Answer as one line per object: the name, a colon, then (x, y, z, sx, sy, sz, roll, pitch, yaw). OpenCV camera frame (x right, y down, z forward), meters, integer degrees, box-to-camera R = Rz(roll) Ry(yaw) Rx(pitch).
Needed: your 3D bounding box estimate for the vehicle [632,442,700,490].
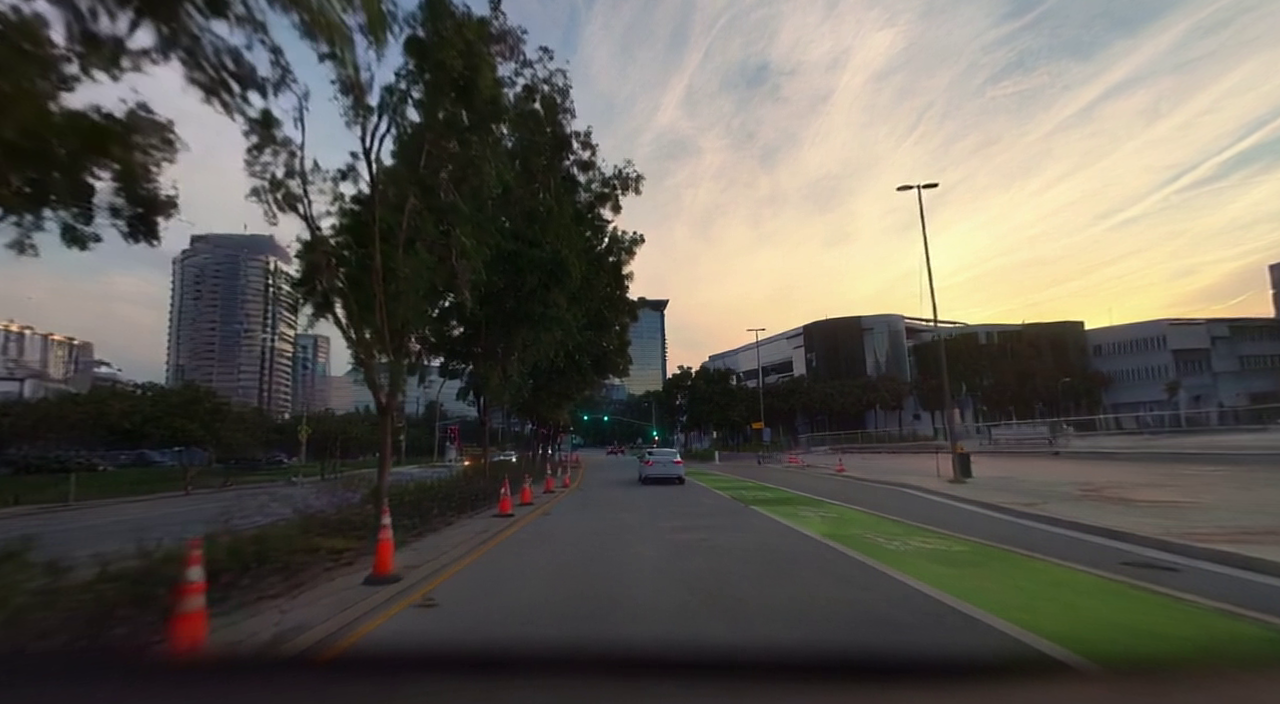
vehicle: (0.785, 3.957, 22.267, 2.114, 1.493, 4.430, 0, -8, -1)
